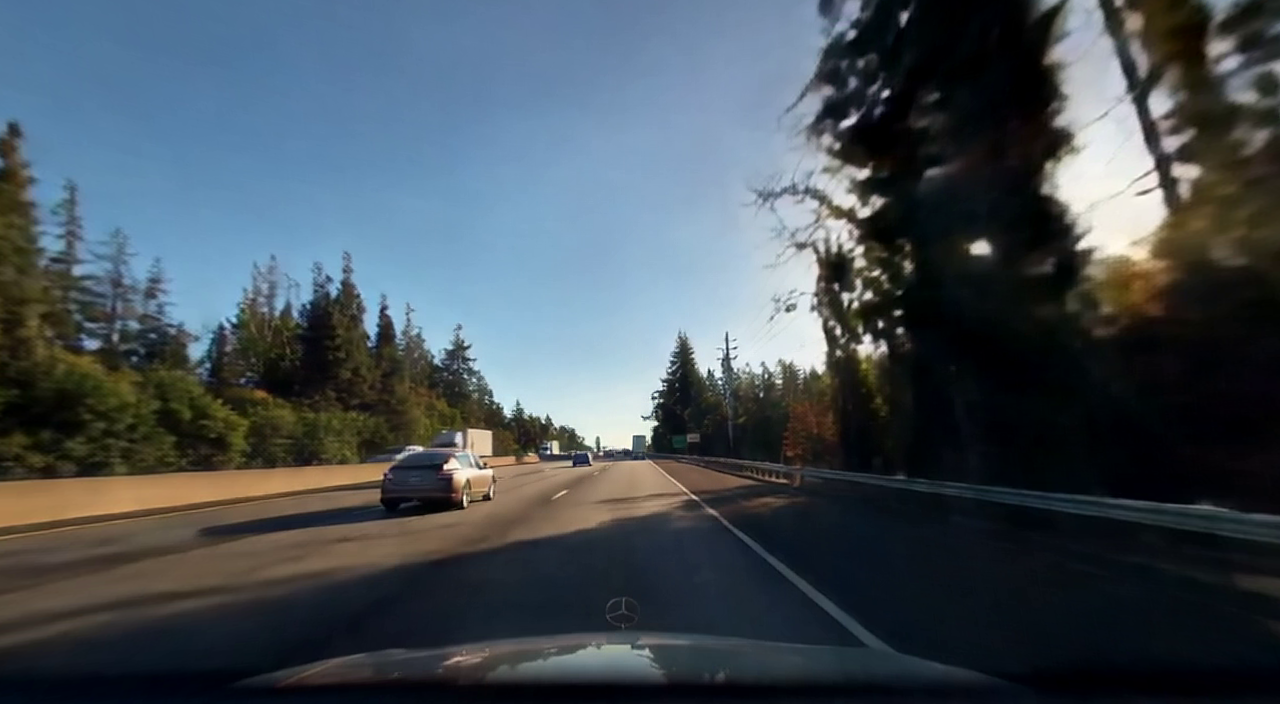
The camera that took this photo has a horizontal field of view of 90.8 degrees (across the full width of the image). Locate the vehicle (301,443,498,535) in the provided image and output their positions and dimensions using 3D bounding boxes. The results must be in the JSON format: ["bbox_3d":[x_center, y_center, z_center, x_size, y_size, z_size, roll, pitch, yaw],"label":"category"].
[{"bbox_3d":[-4.365,2.555,12.384,2.106,1.445,4.404,0,-9,1],"label":"vehicle"}]
